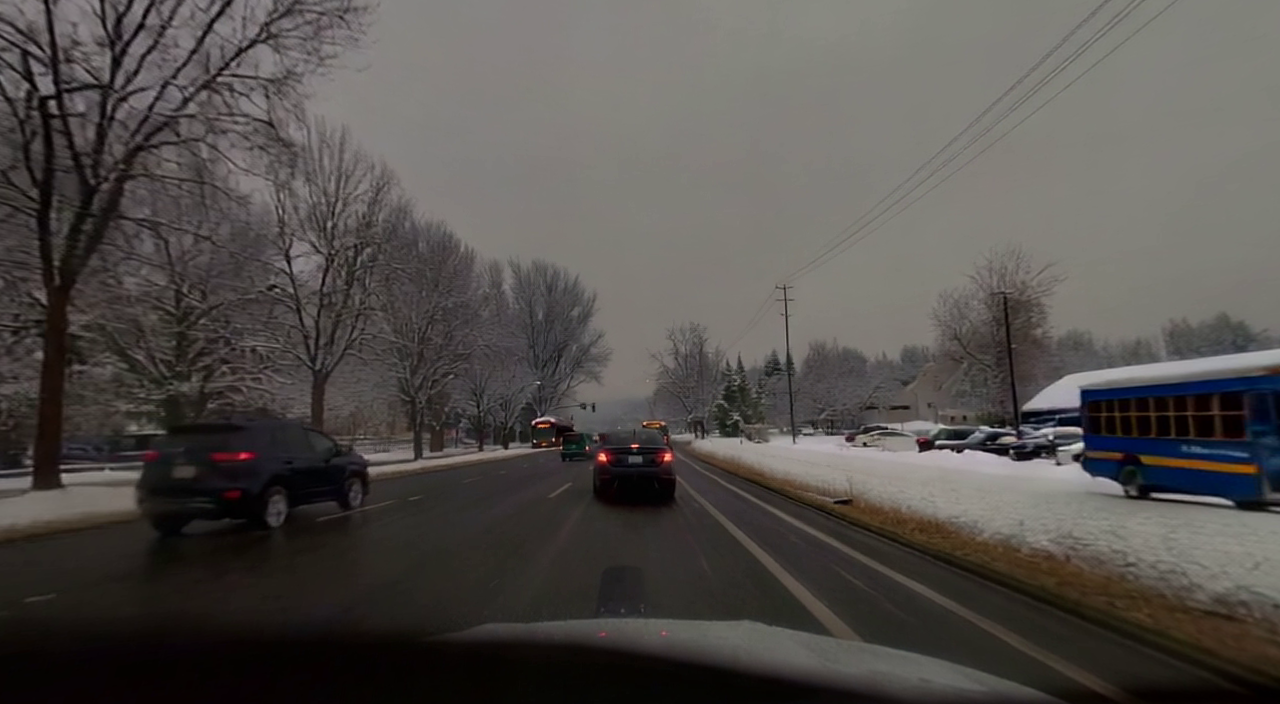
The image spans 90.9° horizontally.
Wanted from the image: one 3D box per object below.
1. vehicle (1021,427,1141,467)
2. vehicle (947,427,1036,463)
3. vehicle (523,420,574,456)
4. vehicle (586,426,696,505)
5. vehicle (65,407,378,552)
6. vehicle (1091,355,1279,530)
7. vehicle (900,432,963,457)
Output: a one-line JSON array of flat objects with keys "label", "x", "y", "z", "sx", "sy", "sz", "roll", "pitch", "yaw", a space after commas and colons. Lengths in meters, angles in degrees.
[{"label": "vehicle", "x": 18.310, "y": 3.992, "z": 26.471, "sx": 1.826, "sy": 1.532, "sz": 4.290, "roll": 0, "pitch": -9, "yaw": -1}, {"label": "vehicle", "x": 18.095, "y": 4.838, "z": 32.769, "sx": 1.841, "sy": 1.680, "sz": 4.842, "roll": 0, "pitch": -9, "yaw": 0}, {"label": "vehicle", "x": -6.936, "y": 6.707, "z": 48.838, "sx": 2.485, "sy": 2.556, "sz": 6.363, "roll": -1, "pitch": -9, "yaw": 5}, {"label": "vehicle", "x": -0.033, "y": 2.521, "z": 14.399, "sx": 2.123, "sy": 1.498, "sz": 4.226, "roll": 0, "pitch": -9, "yaw": -1}, {"label": "vehicle", "x": -6.068, "y": 1.895, "z": 10.034, "sx": 2.016, "sy": 1.748, "sz": 4.525, "roll": 0, "pitch": -9, "yaw": -3}, {"label": "vehicle", "x": 11.399, "y": 1.522, "z": 10.617, "sx": 2.754, "sy": 2.711, "sz": 6.196, "roll": 0, "pitch": -9, "yaw": -2}, {"label": "vehicle", "x": 17.832, "y": 5.698, "z": 38.811, "sx": 1.694, "sy": 1.451, "sz": 4.505, "roll": 0, "pitch": -8, "yaw": 0}]
